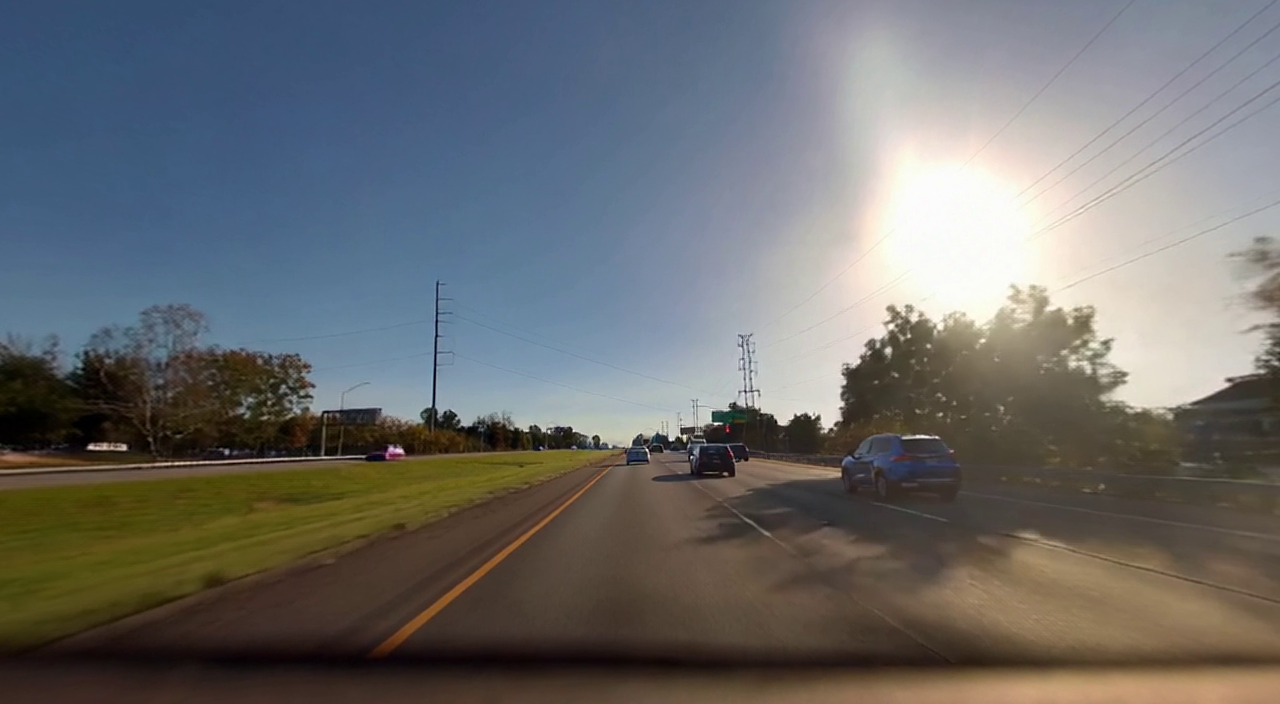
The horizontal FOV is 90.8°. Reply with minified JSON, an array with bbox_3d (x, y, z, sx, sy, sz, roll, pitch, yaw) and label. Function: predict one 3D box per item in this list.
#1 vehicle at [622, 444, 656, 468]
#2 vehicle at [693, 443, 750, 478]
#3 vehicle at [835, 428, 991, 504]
[{"bbox_3d":[-0.067,6.641,40.405,2.085,1.449,3.860,0,-8,-1],"label":"vehicle"},{"bbox_3d":[3.694,4.994,29.343,1.978,1.488,4.252,0,-8,-1],"label":"vehicle"},{"bbox_3d":[7.316,3.085,17.617,2.114,1.800,4.779,0,-8,-1],"label":"vehicle"}]
